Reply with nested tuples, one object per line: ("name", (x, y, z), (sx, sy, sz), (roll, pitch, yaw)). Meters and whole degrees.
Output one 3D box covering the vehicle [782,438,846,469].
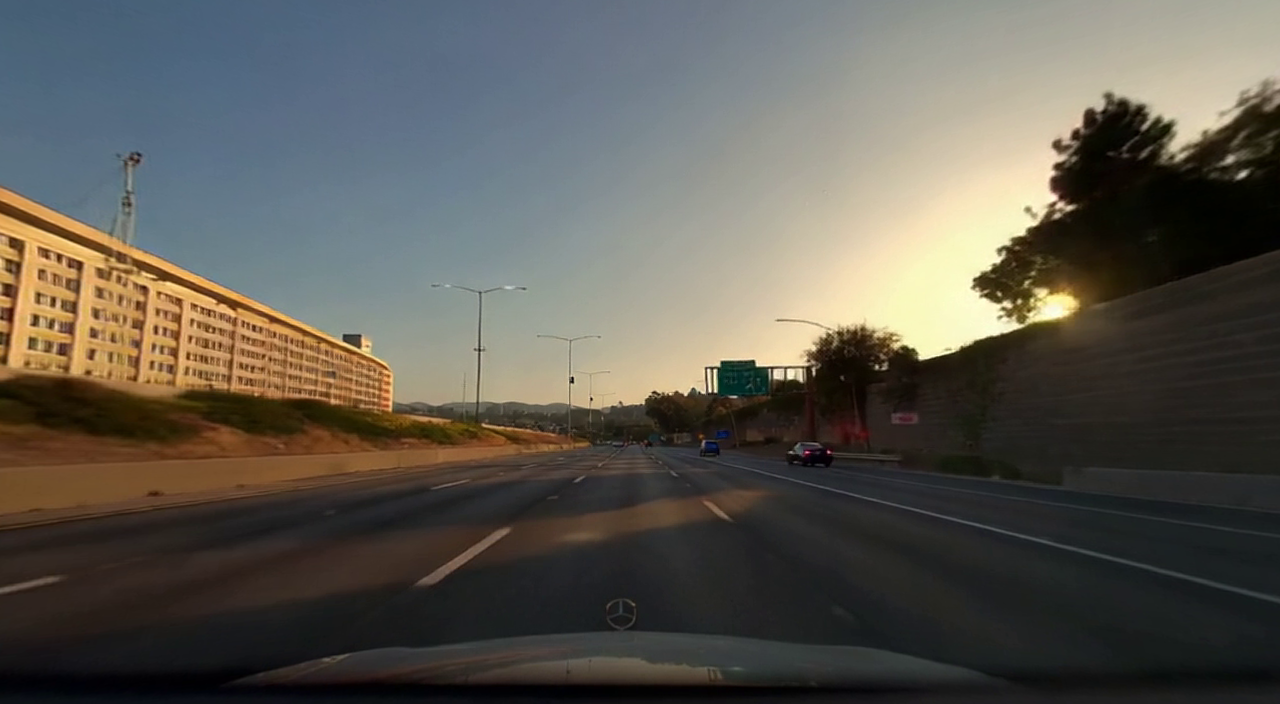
("vehicle", (10.162, 5.968, 37.389), (2.165, 1.636, 5.175), (1, -8, -2))
